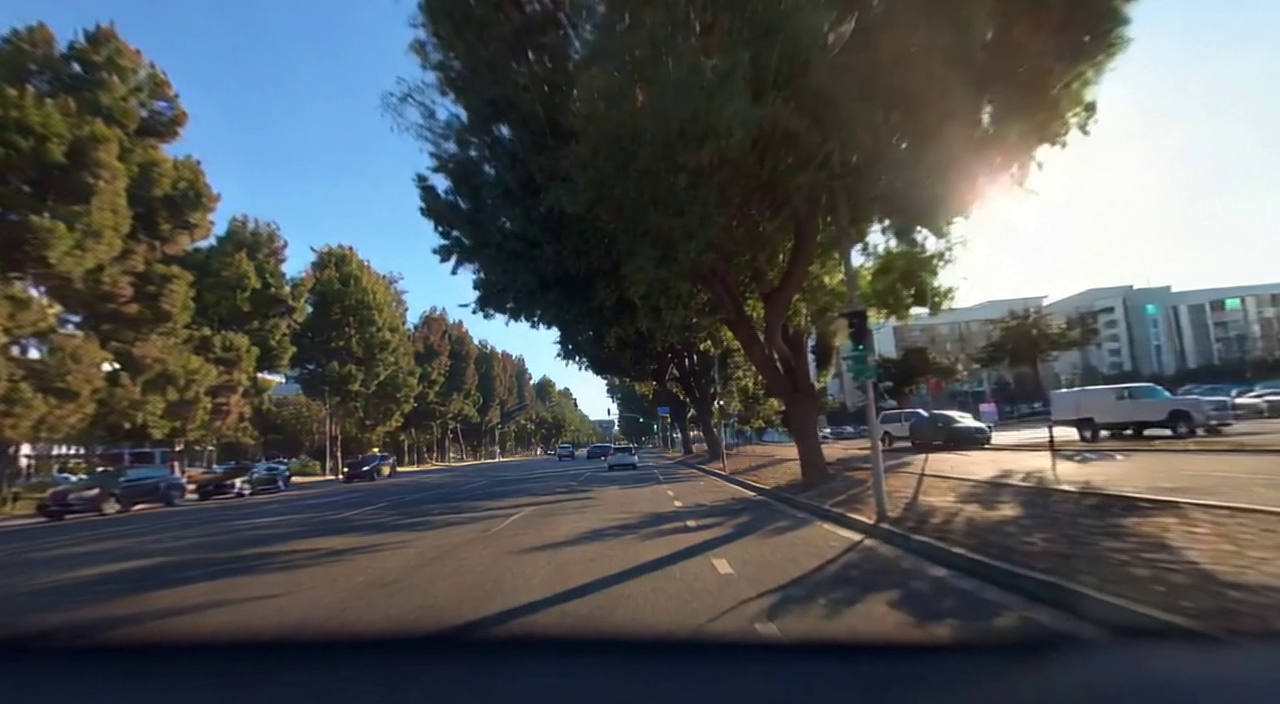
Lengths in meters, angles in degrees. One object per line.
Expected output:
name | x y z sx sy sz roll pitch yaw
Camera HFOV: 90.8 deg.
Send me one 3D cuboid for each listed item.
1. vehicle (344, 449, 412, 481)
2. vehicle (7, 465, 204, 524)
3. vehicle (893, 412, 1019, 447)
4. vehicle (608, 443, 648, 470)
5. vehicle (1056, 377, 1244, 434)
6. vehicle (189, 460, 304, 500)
vehicle | -16.780 7.237 40.750 2.342 1.868 4.758 0 -8 0
vehicle | -16.479 4.369 19.904 2.058 1.459 4.704 0 -8 1
vehicle | 13.188 3.275 26.579 4.144 1.407 2.201 0 -8 -1
vehicle | -0.653 6.150 37.462 2.235 1.500 4.420 0 -8 0
vehicle | 15.133 1.668 18.881 3.956 1.504 2.170 2 -9 -9
vehicle | -17.006 5.518 27.660 1.985 1.471 4.797 0 -8 0
